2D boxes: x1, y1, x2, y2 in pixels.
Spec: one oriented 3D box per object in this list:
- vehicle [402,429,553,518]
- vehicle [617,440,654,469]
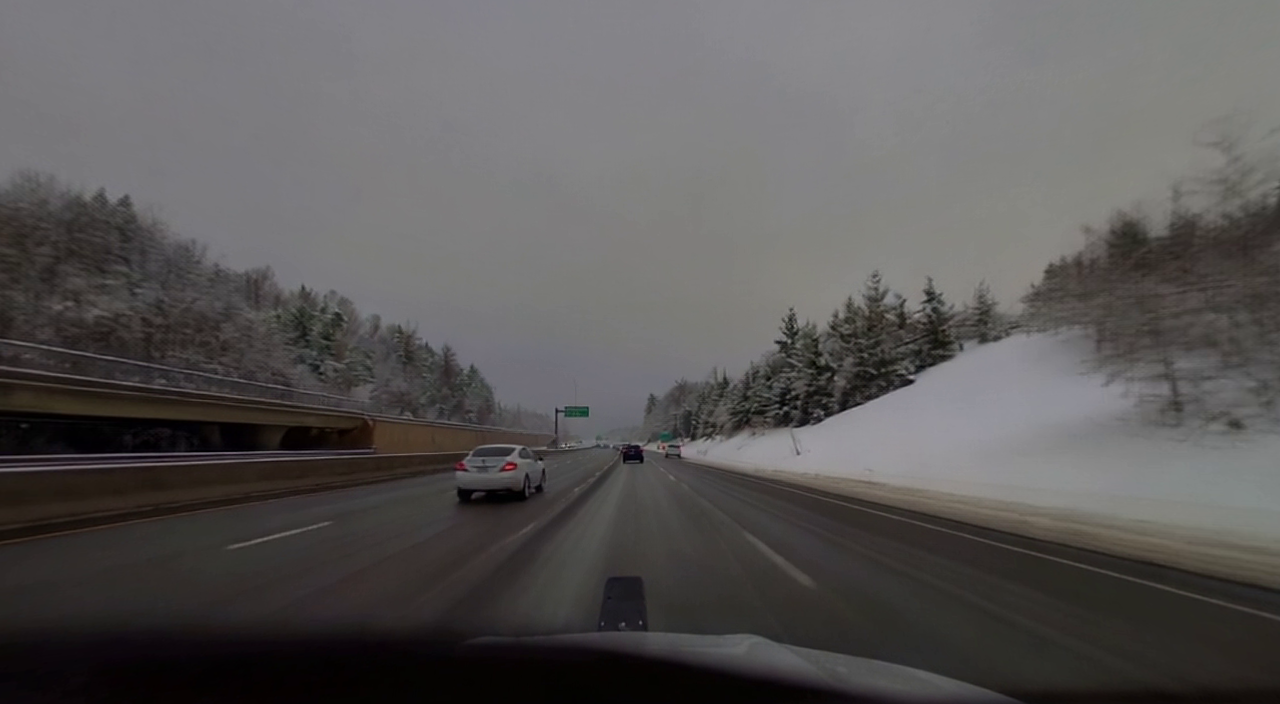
[{"bbox_3d":[-3.422,2.652,14.366,2.114,1.650,4.730,0,-8,1],"label":"vehicle"},{"bbox_3d":[-0.328,6.862,42.275,2.328,1.805,4.502,0,-8,-2],"label":"vehicle"}]
